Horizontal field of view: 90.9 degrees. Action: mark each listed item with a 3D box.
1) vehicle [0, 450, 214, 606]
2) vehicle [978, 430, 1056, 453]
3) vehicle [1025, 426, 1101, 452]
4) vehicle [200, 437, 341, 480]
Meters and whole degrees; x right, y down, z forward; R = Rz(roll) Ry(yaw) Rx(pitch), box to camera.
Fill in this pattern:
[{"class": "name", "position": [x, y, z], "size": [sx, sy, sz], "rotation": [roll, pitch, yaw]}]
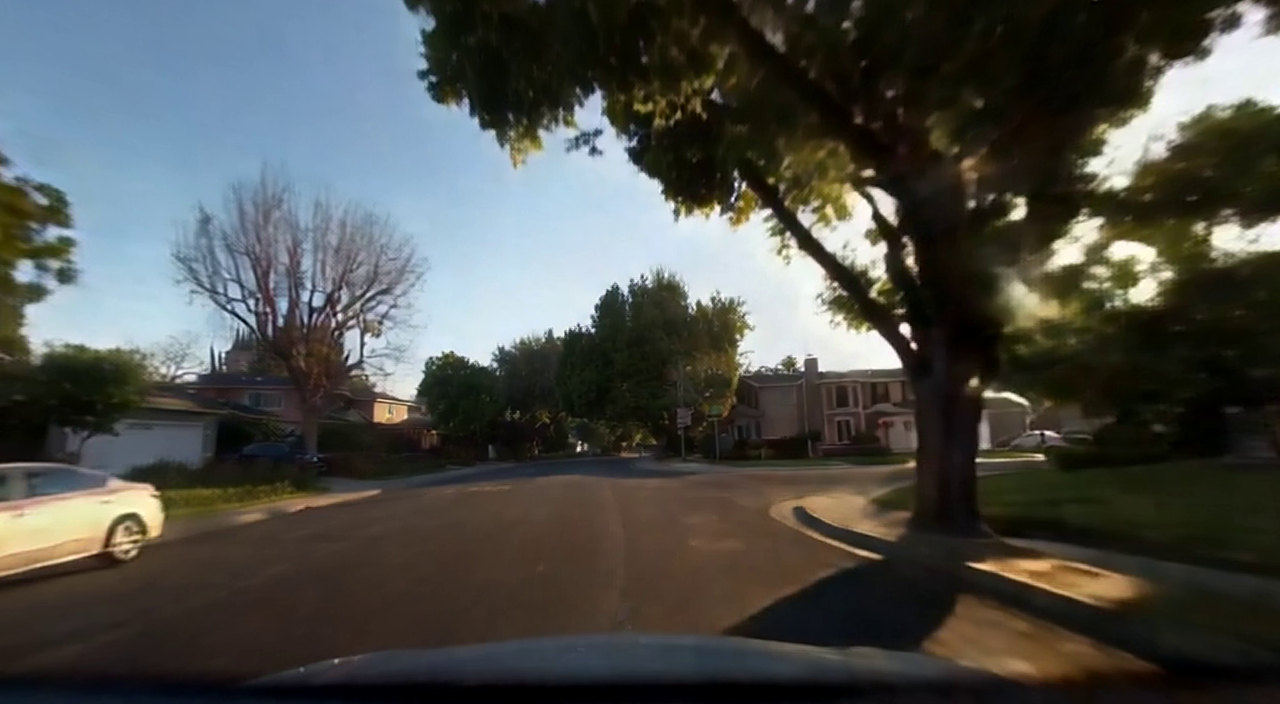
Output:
[{"class": "vehicle", "position": [-7.343, 1.855, 6.767], "size": [2.069, 1.487, 5.470], "rotation": [-1, -9, -4]}, {"class": "vehicle", "position": [26.084, 6.235, 43.846], "size": [1.845, 1.450, 4.991], "rotation": [3, -9, -8]}, {"class": "vehicle", "position": [29.299, 6.063, 43.859], "size": [1.794, 1.635, 4.469], "rotation": [-1, -9, -6]}, {"class": "vehicle", "position": [-16.176, 4.679, 27.859], "size": [4.837, 1.785, 2.115], "rotation": [1, -8, -6]}]
